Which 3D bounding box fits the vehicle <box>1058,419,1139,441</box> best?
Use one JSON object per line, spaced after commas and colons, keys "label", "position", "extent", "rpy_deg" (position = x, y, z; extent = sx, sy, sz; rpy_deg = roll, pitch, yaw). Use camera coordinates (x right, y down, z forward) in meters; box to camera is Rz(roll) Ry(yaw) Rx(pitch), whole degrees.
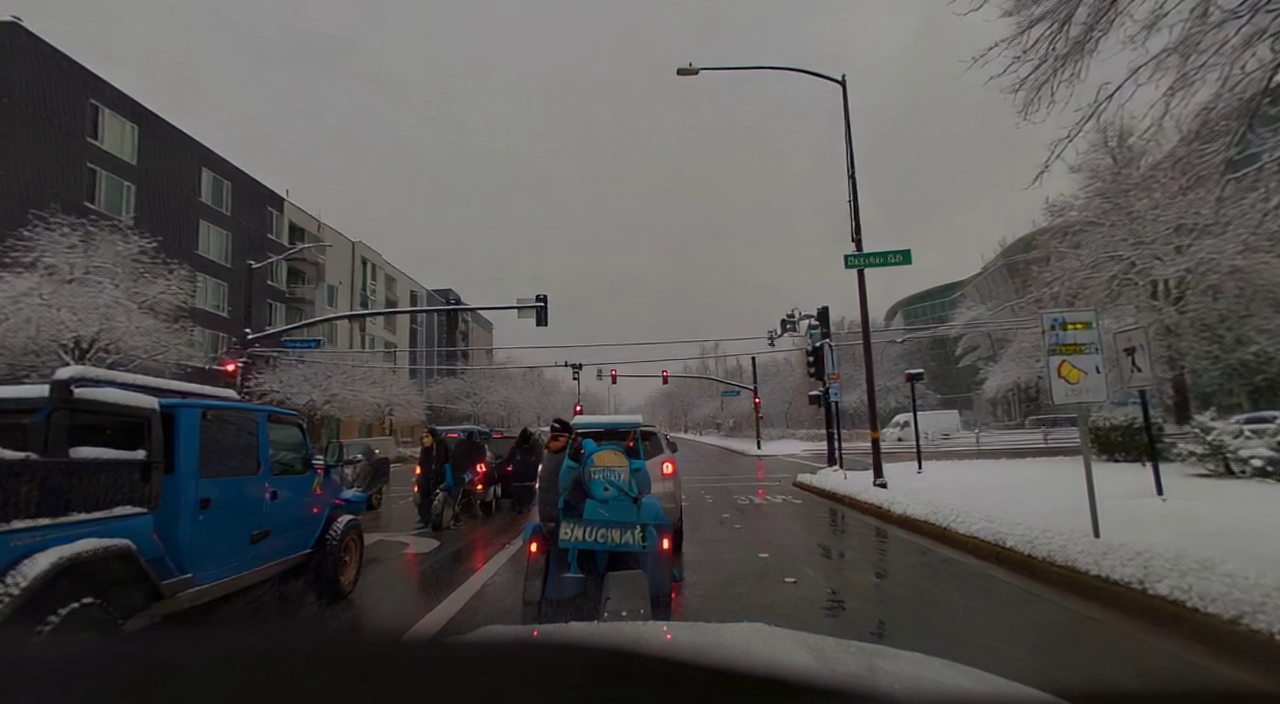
{"label": "vehicle", "position": [30.702, 5.269, 42.110], "extent": [1.751, 1.420, 4.027], "rpy_deg": [8, -12, -43]}

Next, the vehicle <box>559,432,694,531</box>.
{"label": "vehicle", "position": [-0.169, 2.255, 11.522], "extent": [2.025, 1.458, 4.085], "rpy_deg": [0, -8, 1]}

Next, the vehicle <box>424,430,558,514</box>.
{"label": "vehicle", "position": [-3.191, 2.655, 14.376], "extent": [1.935, 1.615, 4.073], "rpy_deg": [-1, -8, 2]}

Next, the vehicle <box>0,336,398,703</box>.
{"label": "vehicle", "position": [-3.611, 1.128, 4.435], "extent": [2.000, 1.809, 4.405], "rpy_deg": [0, -8, 0]}
